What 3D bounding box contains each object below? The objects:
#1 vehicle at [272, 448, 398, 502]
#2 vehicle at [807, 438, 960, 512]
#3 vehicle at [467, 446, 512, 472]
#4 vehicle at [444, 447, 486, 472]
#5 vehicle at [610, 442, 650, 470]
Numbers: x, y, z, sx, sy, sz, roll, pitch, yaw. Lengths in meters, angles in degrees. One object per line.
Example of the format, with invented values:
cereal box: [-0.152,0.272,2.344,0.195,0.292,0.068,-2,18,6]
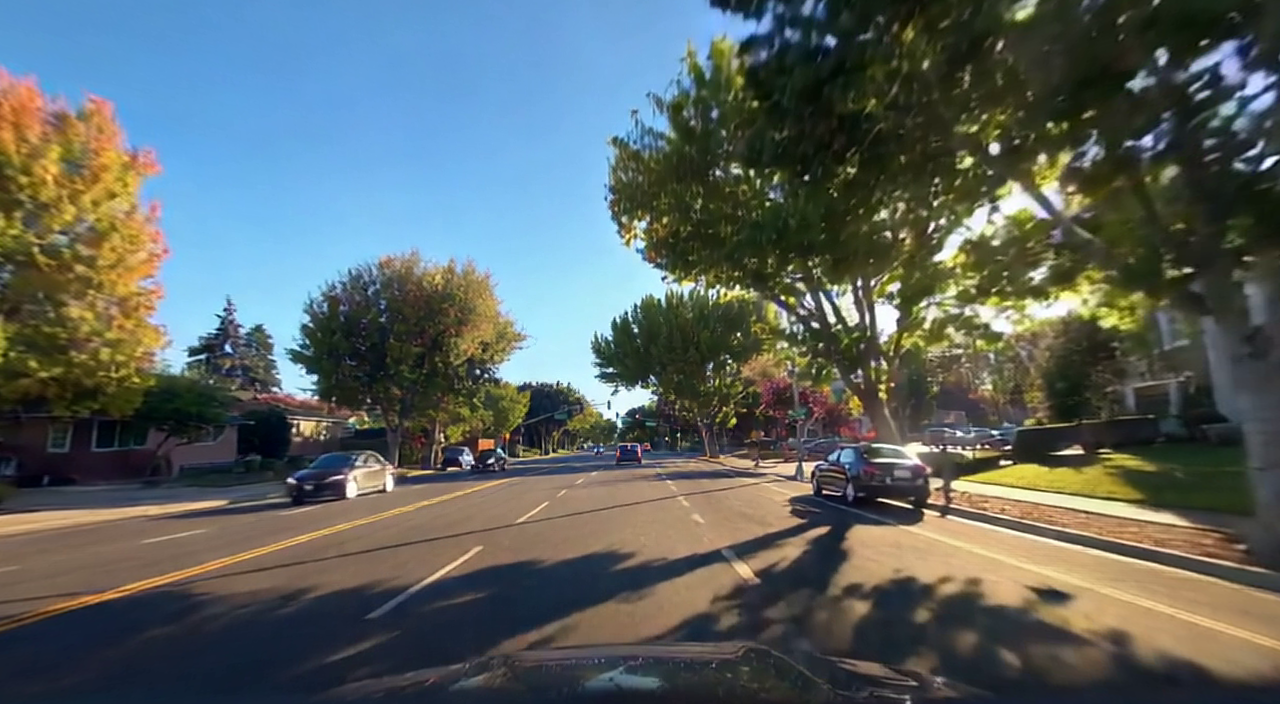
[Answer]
vehicle: [-9.825,3.968,20.810,1.992,1.547,4.292,0,-9,0]
vehicle: [5.732,2.935,15.531,1.926,1.555,4.106,0,-9,-3]
vehicle: [-10.043,7.134,42.433,1.945,1.629,4.197,0,-9,0]
vehicle: [-13.448,8.246,48.686,1.957,1.754,4.393,0,-9,0]
vehicle: [-0.559,5.776,35.234,2.104,1.462,3.991,0,-9,-1]
